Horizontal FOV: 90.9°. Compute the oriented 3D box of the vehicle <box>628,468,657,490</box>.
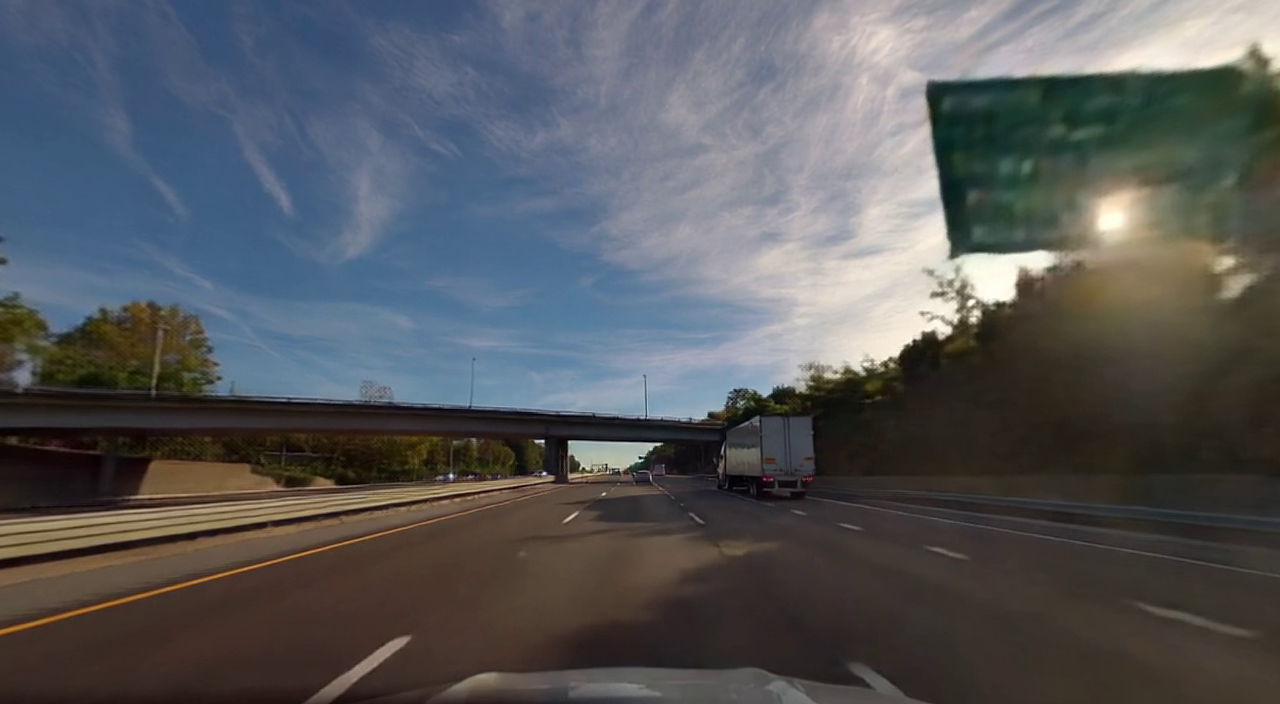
[{"bbox_3d":[0.141,9.284,46.211,2.029,1.459,3.684,1,-11,-1],"label":"vehicle"}]

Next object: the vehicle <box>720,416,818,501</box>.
[{"bbox_3d":[7.103,6.409,37.444,2.926,4.073,13.836,1,-10,0],"label":"vehicle"}]
